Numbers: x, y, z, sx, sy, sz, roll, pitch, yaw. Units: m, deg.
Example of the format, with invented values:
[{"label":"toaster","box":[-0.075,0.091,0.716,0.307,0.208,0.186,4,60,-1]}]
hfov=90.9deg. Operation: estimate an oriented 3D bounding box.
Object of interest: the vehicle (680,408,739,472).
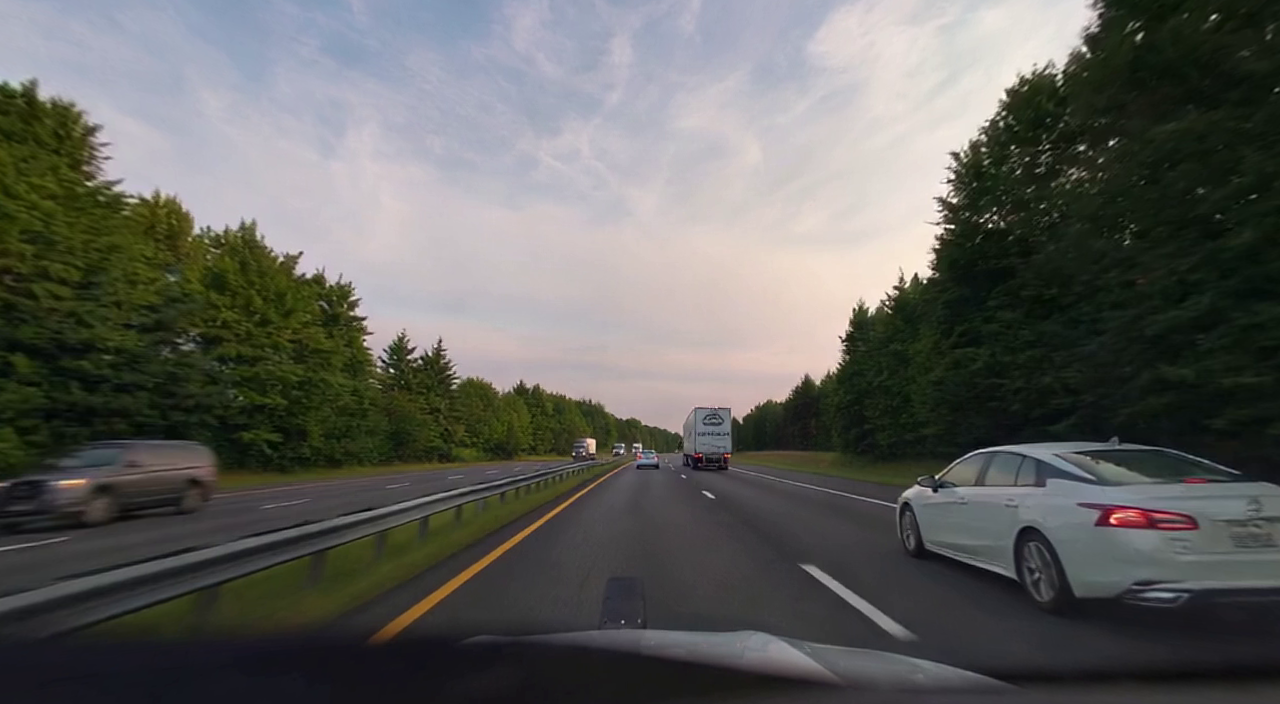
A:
[{"label":"vehicle","box":[4.864,6.706,47.196,2.909,4.074,14.457,0,-9,1]}]

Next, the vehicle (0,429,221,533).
[{"label":"vehicle","box":[-12.493,2.858,14.581,2.134,1.960,4.875,0,-9,1]}]

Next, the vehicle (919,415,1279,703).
[{"label":"vehicle","box":[4.264,1.394,5.221,2.169,1.531,3.775,0,-9,0]}]

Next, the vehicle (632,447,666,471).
[{"label":"vehicle","box":[0.582,6.952,40.963,2.074,1.475,3.960,0,-9,1]}]
